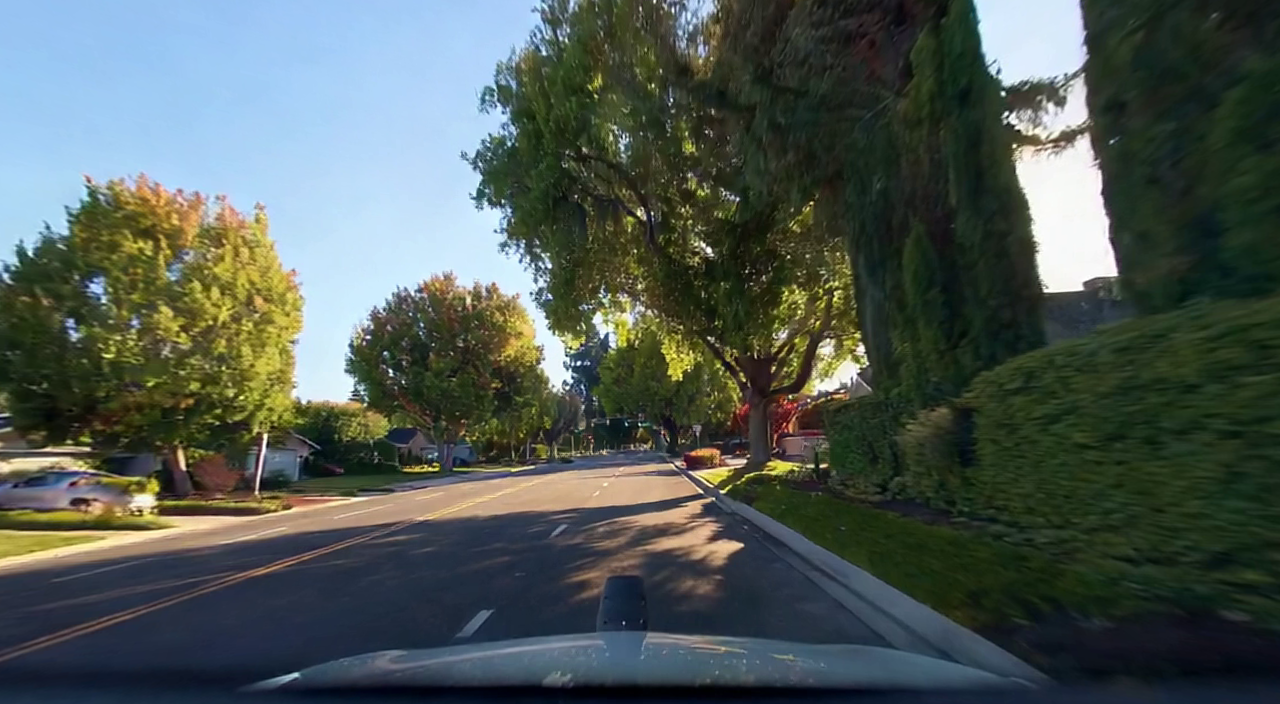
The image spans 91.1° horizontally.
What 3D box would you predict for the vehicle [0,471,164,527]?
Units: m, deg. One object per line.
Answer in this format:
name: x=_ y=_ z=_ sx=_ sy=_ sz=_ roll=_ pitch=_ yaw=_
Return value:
vehicle: x=-17.393 y=4.366 z=18.848 sx=4.624 sy=1.488 sz=1.858 roll=0 pitch=-9 yaw=-1
